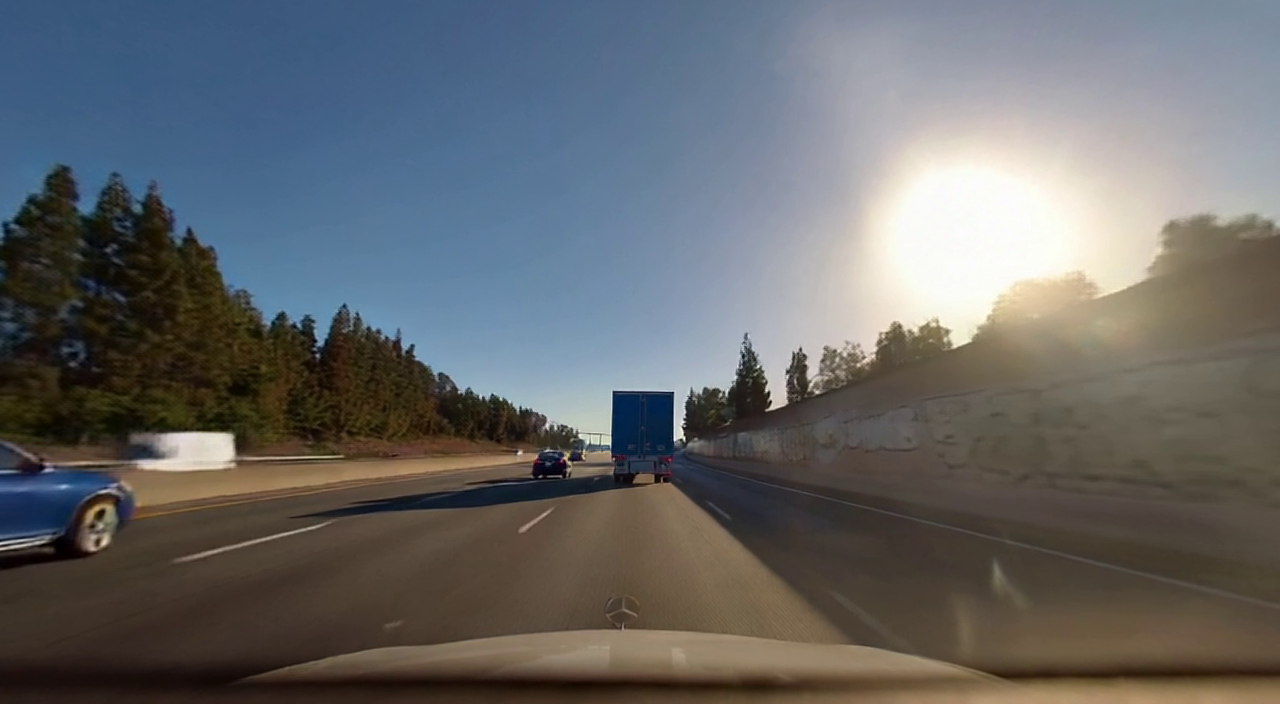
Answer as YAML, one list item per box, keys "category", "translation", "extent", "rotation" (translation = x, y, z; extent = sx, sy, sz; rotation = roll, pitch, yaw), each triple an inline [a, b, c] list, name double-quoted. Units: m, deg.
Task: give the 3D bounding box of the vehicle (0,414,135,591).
- category: "vehicle"
  translation: [-6.869, 1.298, 5.212]
  extent: [2.005, 1.607, 4.042]
  rotation: [0, -9, -1]

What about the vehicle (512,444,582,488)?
- category: "vehicle"
  translation: [-3.444, 4.323, 24.088]
  extent: [2.020, 1.505, 4.171]
  rotation: [0, -9, 0]

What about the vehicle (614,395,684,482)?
- category: "vehicle"
  translation: [0.322, 4.394, 31.425]
  extent: [2.915, 3.661, 9.741]
  rotation: [0, -9, 0]
